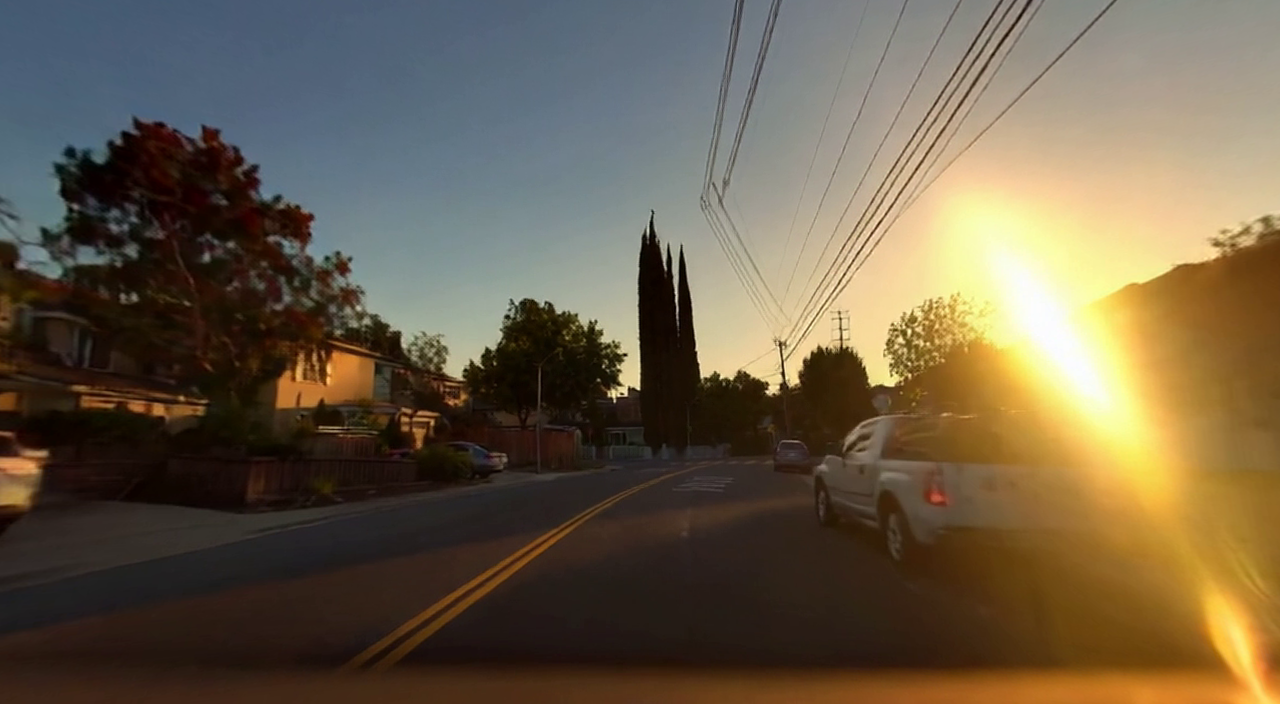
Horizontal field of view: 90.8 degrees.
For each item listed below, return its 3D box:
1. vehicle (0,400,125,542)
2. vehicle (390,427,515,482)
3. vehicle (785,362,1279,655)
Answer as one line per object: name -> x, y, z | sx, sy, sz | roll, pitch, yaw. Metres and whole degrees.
vehicle -> -11.732, 1.796, 9.730 | 5.632, 1.957, 2.302 | 0, -9, 3
vehicle -> -9.003, 4.911, 30.497 | 5.228, 2.041, 2.023 | 4, -7, 11
vehicle -> 3.472, 1.512, 7.499 | 2.273, 1.938, 6.400 | 0, -9, 3
